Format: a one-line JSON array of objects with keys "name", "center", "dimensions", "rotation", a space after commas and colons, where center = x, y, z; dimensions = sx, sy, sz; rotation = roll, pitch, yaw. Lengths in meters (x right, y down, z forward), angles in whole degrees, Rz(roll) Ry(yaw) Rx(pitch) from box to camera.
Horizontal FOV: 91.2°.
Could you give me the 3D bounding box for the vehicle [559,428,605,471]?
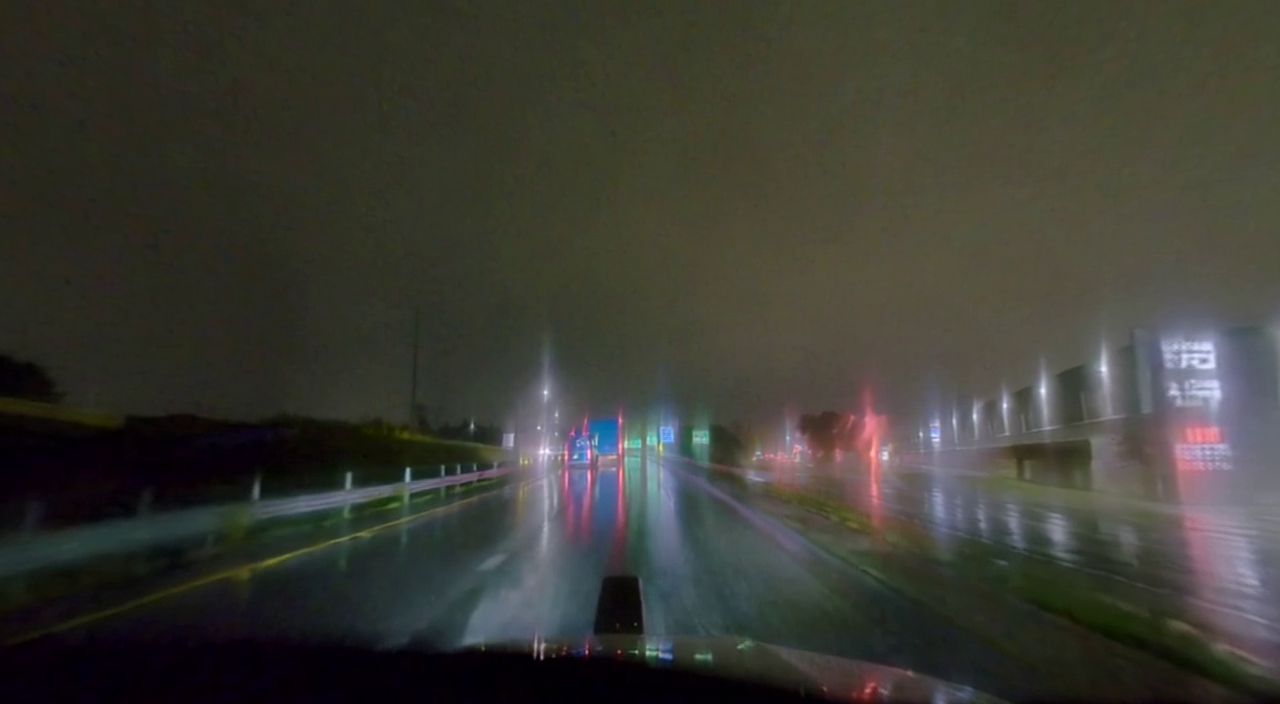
[{"name": "vehicle", "center": [-3.780, 6.612, 42.519], "dimensions": [2.463, 2.640, 7.034], "rotation": [0, -9, 0]}]
